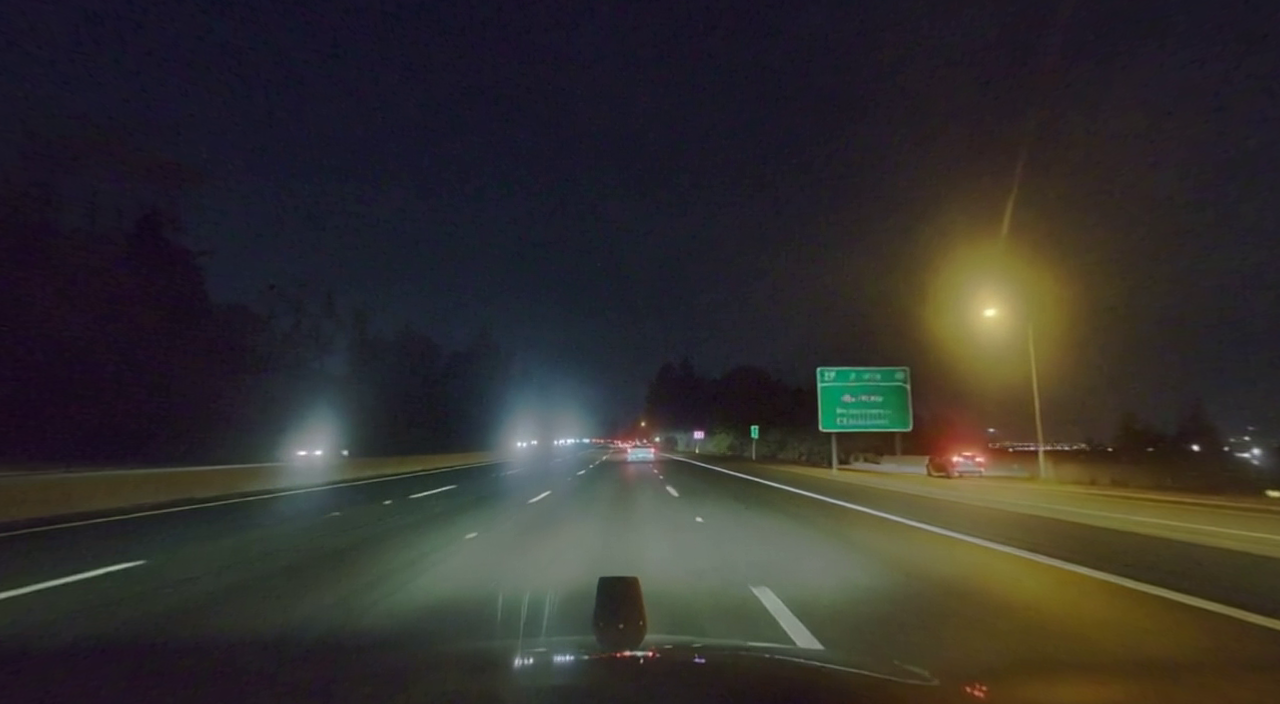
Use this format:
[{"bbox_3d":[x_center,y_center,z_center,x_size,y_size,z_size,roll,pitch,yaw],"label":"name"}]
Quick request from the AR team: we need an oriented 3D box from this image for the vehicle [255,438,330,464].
[{"bbox_3d":[-21.293,6.093,38.897,1.977,1.487,4.720,0,-9,-1],"label":"vehicle"}]

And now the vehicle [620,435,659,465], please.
[{"bbox_3d":[-0.104,6.615,42.653,2.431,1.916,4.808,0,-8,-3],"label":"vehicle"}]
